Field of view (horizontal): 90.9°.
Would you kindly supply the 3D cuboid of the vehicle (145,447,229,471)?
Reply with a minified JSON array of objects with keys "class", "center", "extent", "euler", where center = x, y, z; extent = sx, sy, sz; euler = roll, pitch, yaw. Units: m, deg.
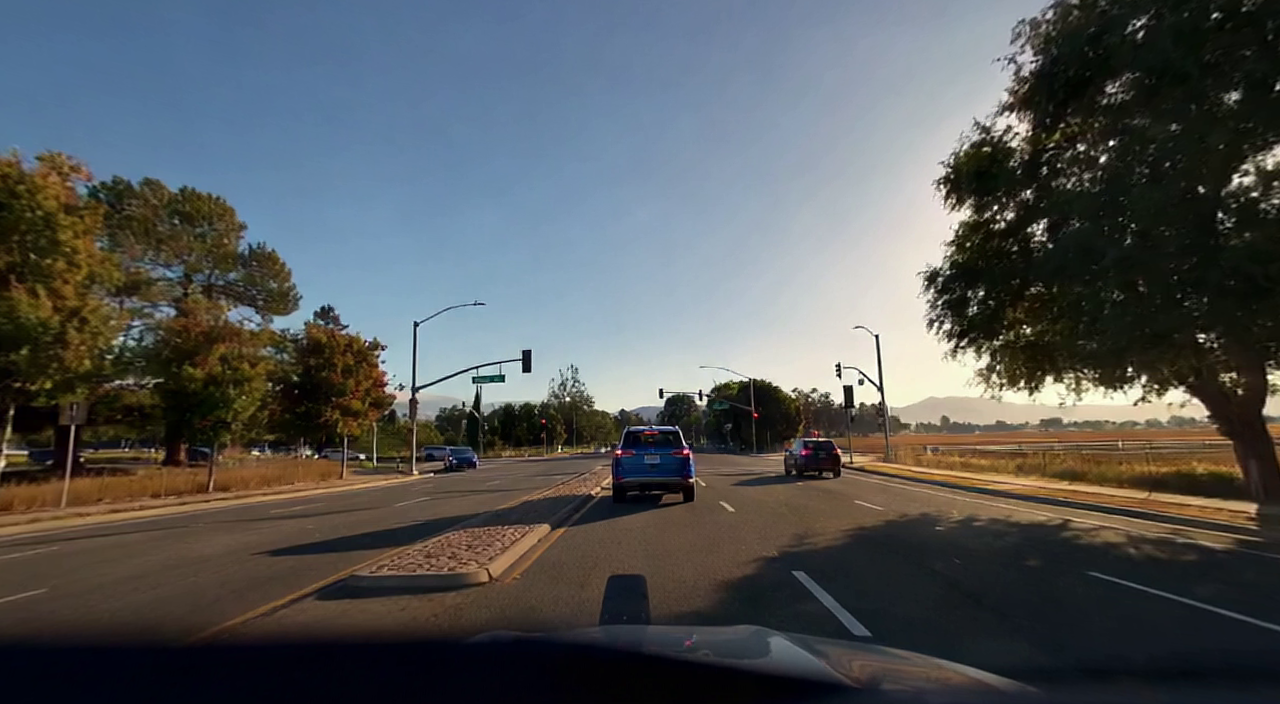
[{"class":"vehicle","center":[-33.323,7.899,46.475],"extent":[4.608,1.680,2.026],"euler":[-1,-8,3]}]

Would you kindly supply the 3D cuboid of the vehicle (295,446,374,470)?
[{"class":"vehicle","center":[-21.578,7.468,44.579],"extent":[4.510,1.606,2.192],"euler":[-2,-8,10]}]

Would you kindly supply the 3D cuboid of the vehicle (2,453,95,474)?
[{"class":"vehicle","center":[-42.835,8.081,45.739],"extent":[4.559,1.458,2.265],"euler":[-1,-8,3]}]

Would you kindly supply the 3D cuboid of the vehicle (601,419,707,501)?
[{"class":"vehicle","center":[0.326,2.672,15.883],"extent":[2.298,1.770,4.138],"euler":[0,-8,1]}]

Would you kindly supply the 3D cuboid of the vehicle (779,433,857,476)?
[{"class":"vehicle","center":[7.407,4.306,26.710],"extent":[2.012,1.636,4.352],"euler":[0,-8,0]}]

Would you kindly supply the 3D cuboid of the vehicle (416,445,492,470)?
[{"class":"vehicle","center":[-11.936,6.687,40.376],"extent":[4.707,1.480,2.425],"euler":[-7,-11,40]}]
